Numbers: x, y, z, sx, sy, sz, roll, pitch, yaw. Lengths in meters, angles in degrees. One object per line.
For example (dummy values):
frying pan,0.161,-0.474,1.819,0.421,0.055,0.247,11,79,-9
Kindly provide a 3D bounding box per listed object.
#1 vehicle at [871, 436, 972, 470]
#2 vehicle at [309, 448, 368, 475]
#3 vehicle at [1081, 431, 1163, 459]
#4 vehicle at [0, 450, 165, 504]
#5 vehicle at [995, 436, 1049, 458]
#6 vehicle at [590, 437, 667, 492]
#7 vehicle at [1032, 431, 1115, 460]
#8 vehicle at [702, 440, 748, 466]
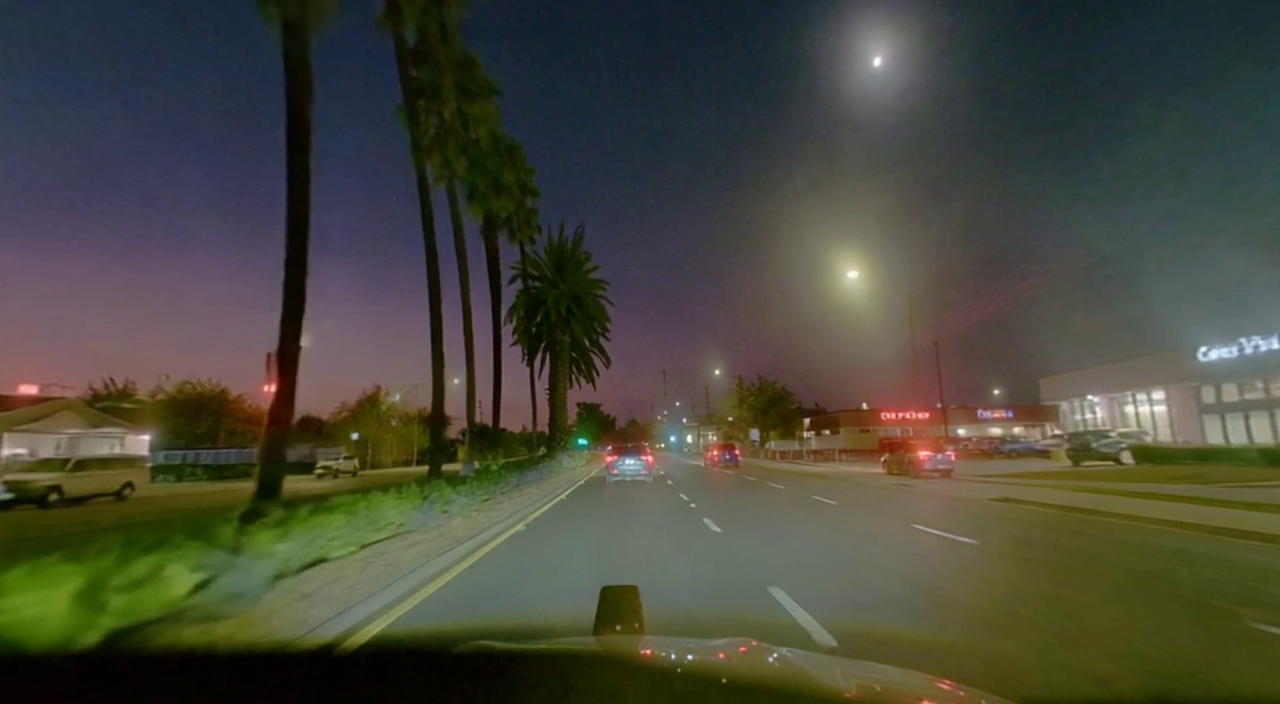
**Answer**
vehicle,14.984,5.404,33.792,4.358,1.732,2.129,0,-9,-3
vehicle,-19.536,7.081,41.127,1.862,1.606,4.071,0,-9,-1
vehicle,29.815,5.810,39.244,1.890,1.640,4.064,0,-9,2
vehicle,-19.190,4.249,22.009,2.021,1.666,4.247,0,-9,-1
vehicle,27.141,6.762,44.979,1.709,1.455,3.449,0,-9,1
vehicle,-0.323,3.431,19.470,2.106,1.496,3.964,0,-9,0
vehicle,26.948,5.880,39.498,2.045,1.690,4.761,-1,-9,3
vehicle,5.620,6.775,42.356,2.244,1.618,4.585,0,-9,-2
